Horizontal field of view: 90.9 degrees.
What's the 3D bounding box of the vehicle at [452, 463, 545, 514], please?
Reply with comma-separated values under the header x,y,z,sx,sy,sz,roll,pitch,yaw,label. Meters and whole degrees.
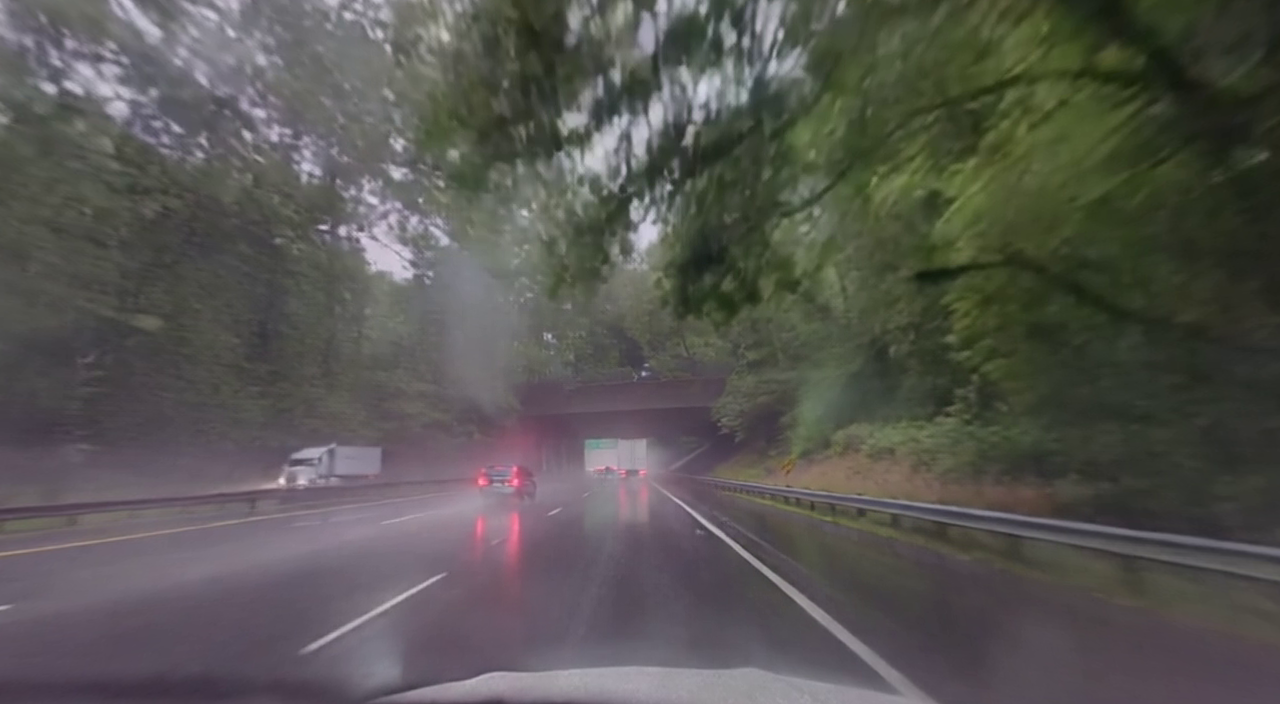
x,y,z,sx,sy,sz,roll,pitch,yaw,label
-4.510,4.456,20.939,1.950,1.460,4.812,1,-10,0,vehicle
